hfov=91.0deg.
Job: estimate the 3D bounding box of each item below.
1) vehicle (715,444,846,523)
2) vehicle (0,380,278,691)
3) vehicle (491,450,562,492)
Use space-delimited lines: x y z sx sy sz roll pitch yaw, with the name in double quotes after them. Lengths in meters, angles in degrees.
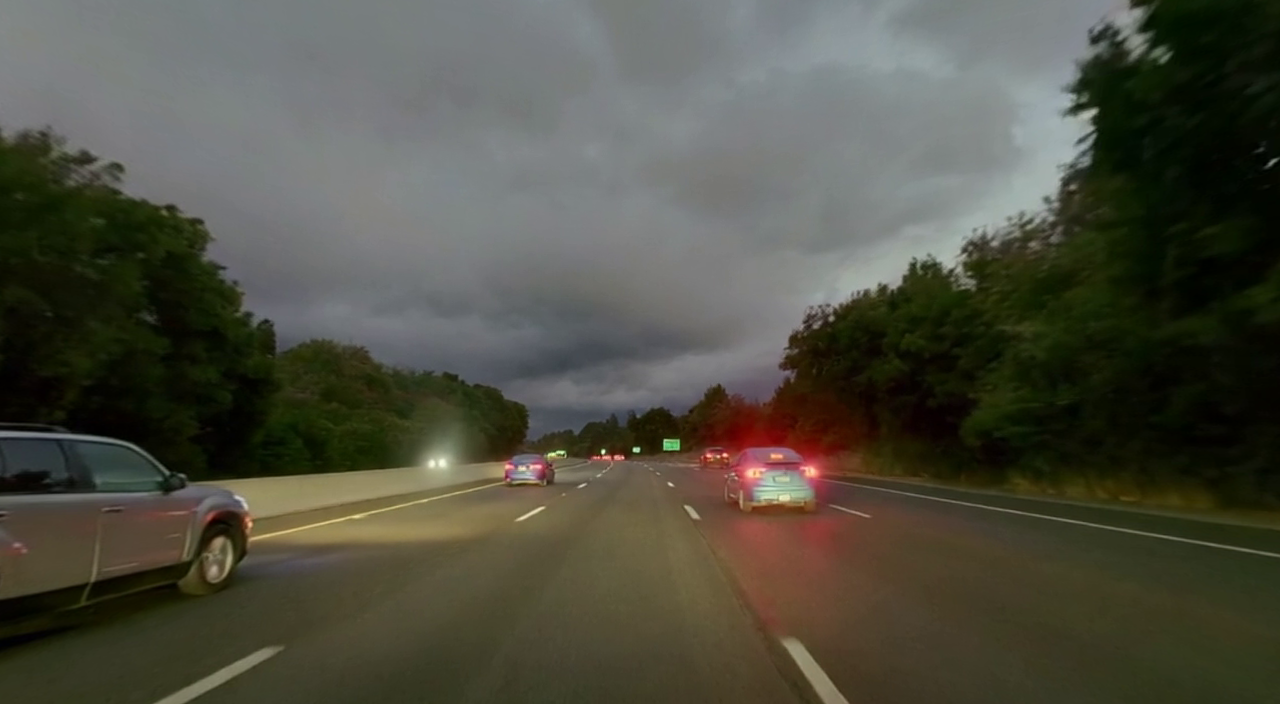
3.089 3.012 14.939 2.120 1.572 4.344 0 -9 0 "vehicle"
-4.666 1.116 4.025 2.079 1.745 4.281 0 -9 1 "vehicle"
-4.390 4.690 25.110 2.009 1.488 4.289 0 -9 0 "vehicle"
